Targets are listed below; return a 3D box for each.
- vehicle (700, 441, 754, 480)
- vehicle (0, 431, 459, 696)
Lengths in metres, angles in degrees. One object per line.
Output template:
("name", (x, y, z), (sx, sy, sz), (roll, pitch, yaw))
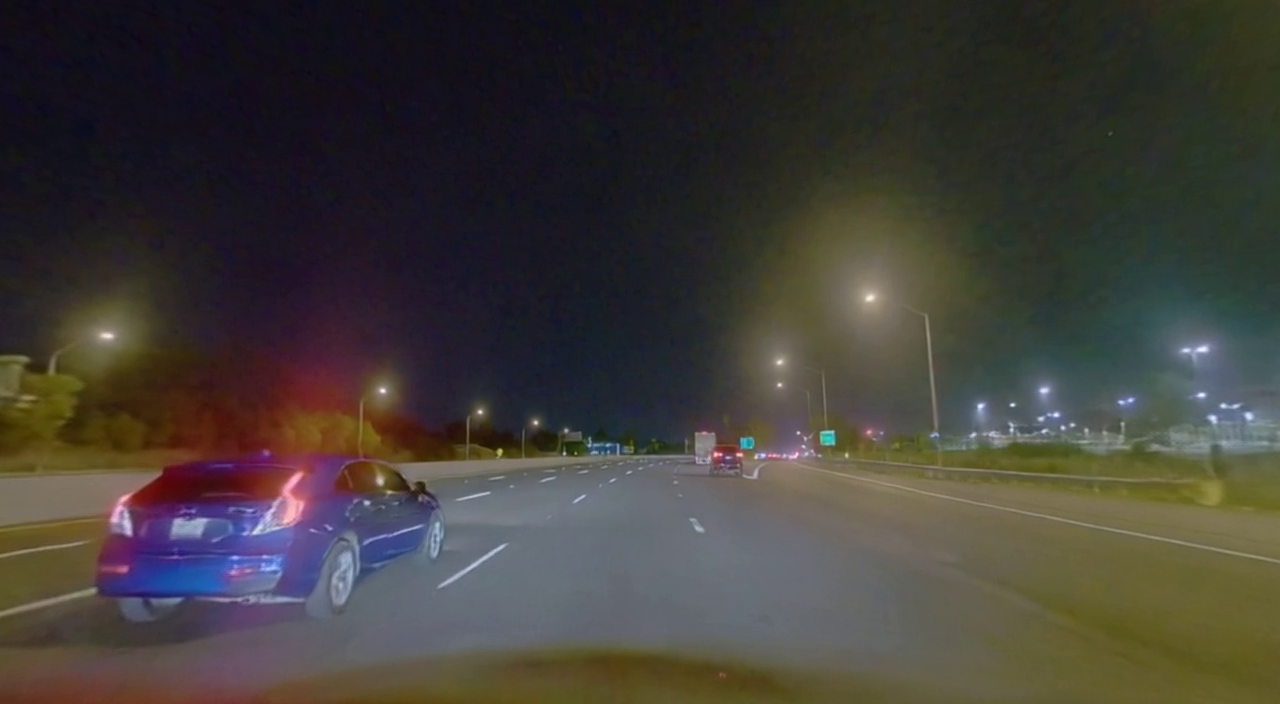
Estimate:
("vehicle", (4.400, 5.568, 32.496), (2.225, 1.833, 4.340), (-1, -9, 1))
("vehicle", (-3.342, 1.580, 5.878), (1.937, 1.490, 4.372), (-1, -9, 1))
